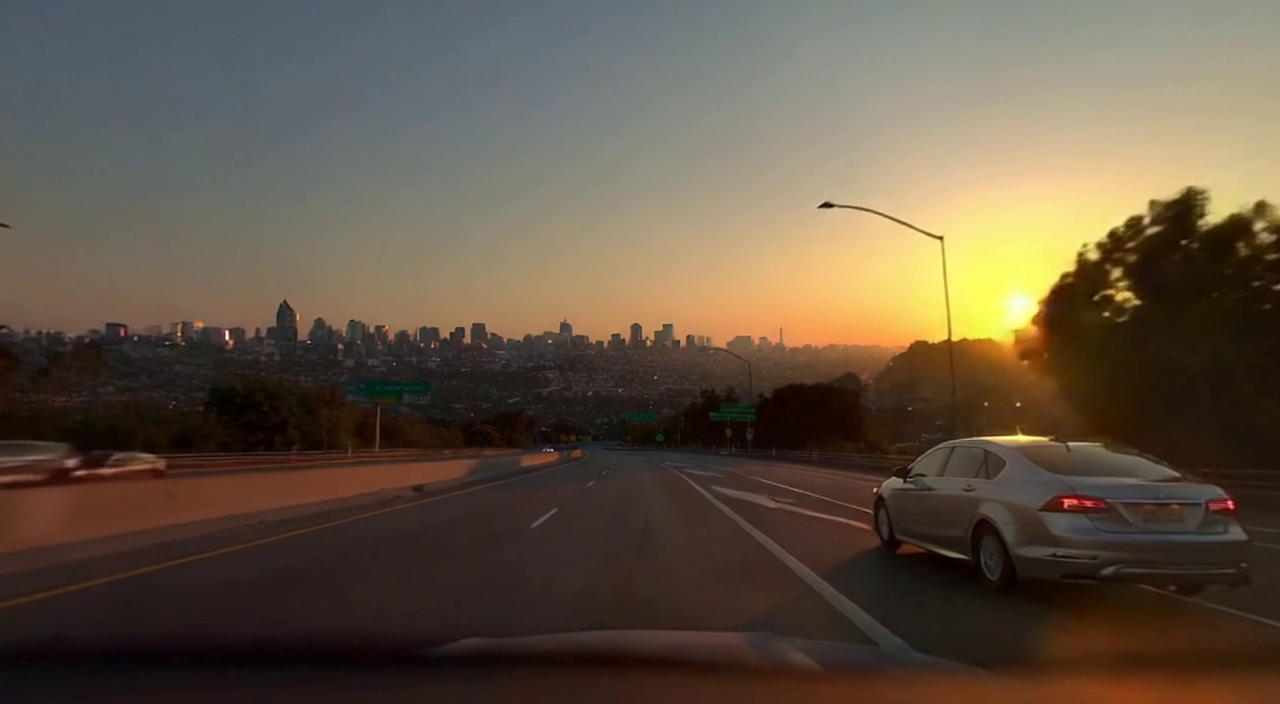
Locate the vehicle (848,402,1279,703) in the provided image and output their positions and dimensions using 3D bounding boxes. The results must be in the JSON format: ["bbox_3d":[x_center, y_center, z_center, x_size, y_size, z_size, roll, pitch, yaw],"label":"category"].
[{"bbox_3d":[3.721,1.400,5.643,2.104,1.575,4.698,0,-8,0],"label":"vehicle"}]

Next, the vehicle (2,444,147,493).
[{"bbox_3d":[-23.635,4.853,26.607,2.278,1.868,4.032,0,-8,1],"label":"vehicle"}]
